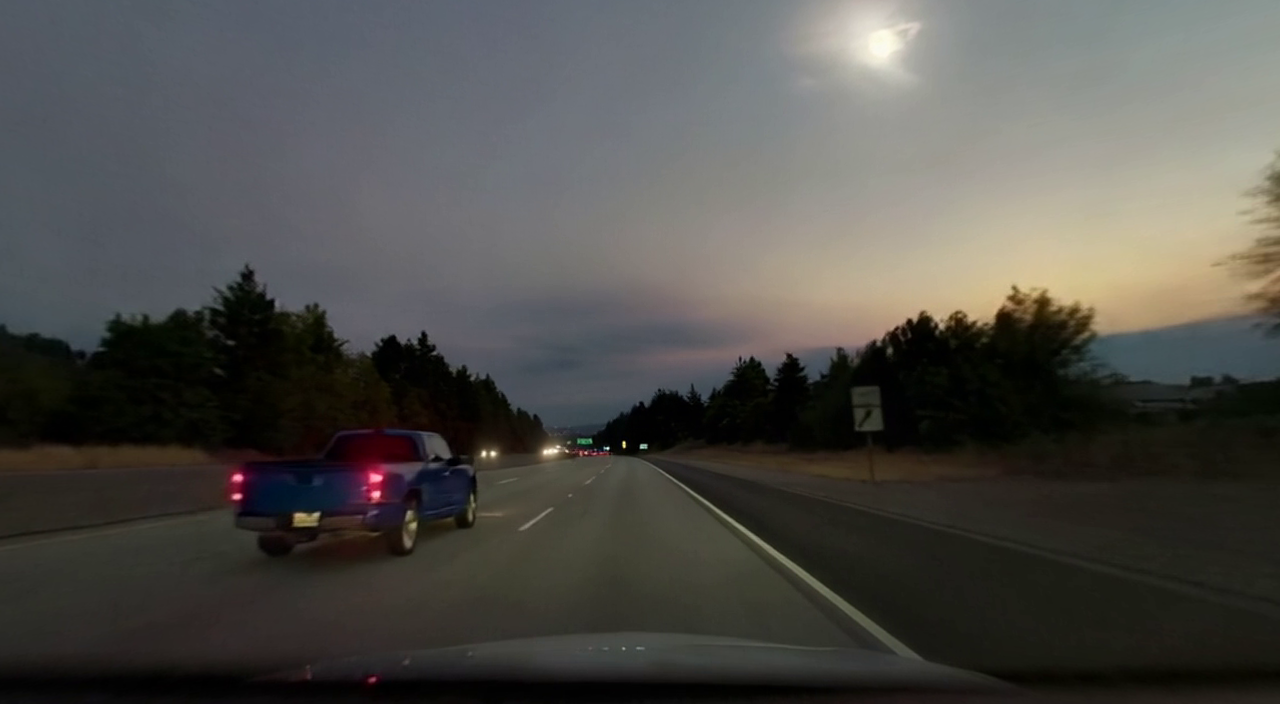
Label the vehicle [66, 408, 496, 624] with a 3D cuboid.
[{"bbox_3d":[-3.383,1.661,7.420,2.279,1.683,4.726,0,-9,0],"label":"vehicle"}]
